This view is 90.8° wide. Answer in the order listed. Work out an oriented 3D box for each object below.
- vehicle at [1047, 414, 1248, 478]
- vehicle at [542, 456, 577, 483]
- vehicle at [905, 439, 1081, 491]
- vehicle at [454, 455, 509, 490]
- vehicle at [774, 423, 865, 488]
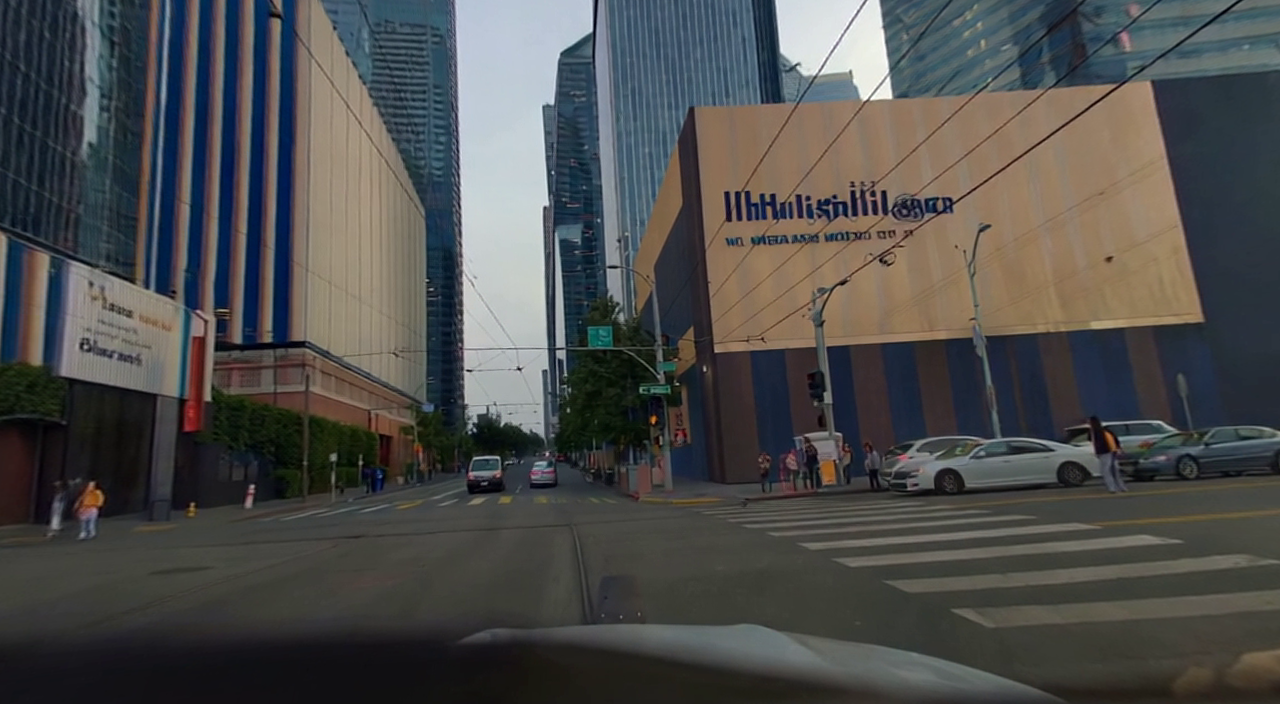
[{"bbox_3d":[16.541,3.092,20.774,4.944,1.946,1.952,1,-9,-3],"label":"vehicle"},{"bbox_3d":[-4.953,7.283,39.300,1.797,1.490,4.549,0,-9,-3],"label":"vehicle"},{"bbox_3d":[11.185,3.572,20.166,4.697,1.510,1.596,0,-9,-5],"label":"vehicle"},{"bbox_3d":[-8.846,6.742,35.688,2.121,1.792,4.510,0,-9,-2],"label":"vehicle"},{"bbox_3d":[7.295,4.204,26.232,2.316,2.425,4.466,1,-7,-2],"label":"vehicle"}]
